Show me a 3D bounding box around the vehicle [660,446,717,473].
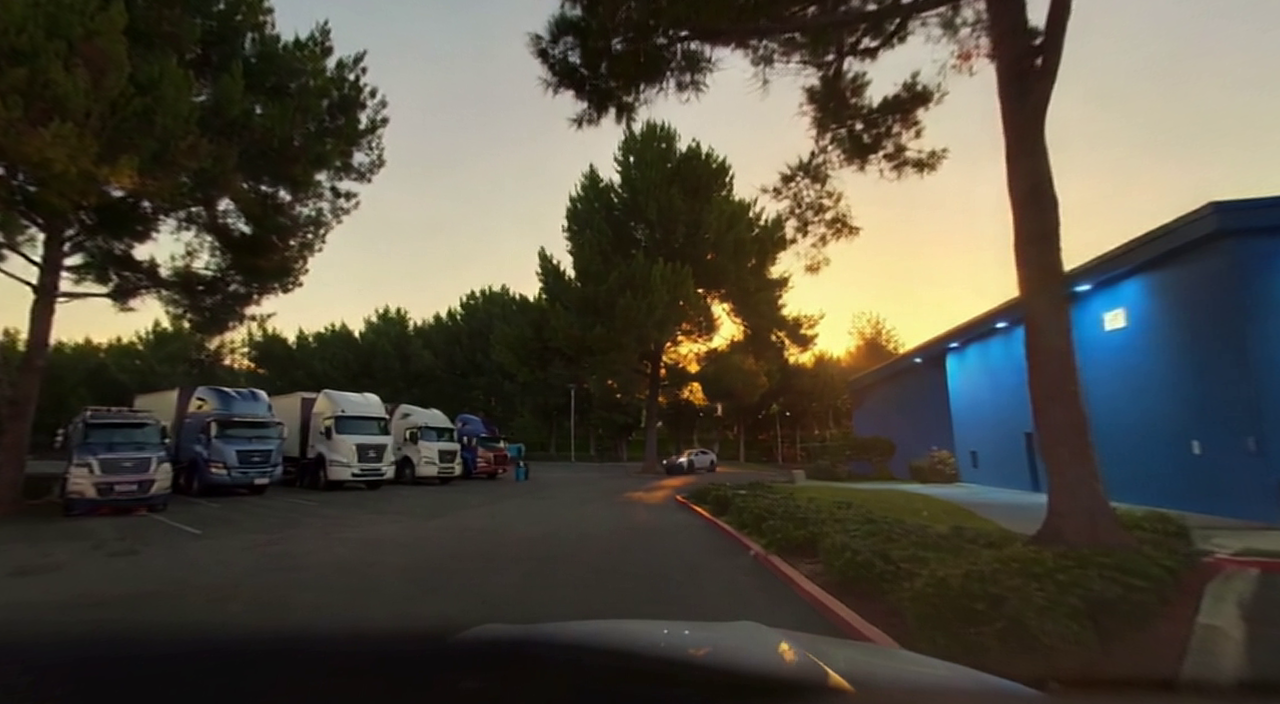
[{"bbox_3d":[2.988,6.503,38.248,1.809,1.506,3.473,-7,-11,37],"label":"vehicle"}]

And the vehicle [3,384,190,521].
[{"bbox_3d":[-15.395,2.783,17.606,7.819,3.007,2.674,-8,-12,41],"label":"vehicle"}]

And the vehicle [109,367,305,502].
[{"bbox_3d":[-16.235,3.124,23.064,11.512,3.871,3.038,-8,-12,42],"label":"vehicle"}]

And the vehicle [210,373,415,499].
[{"bbox_3d":[-13.628,3.487,25.443,11.906,4.069,2.948,-8,-12,41],"label":"vehicle"}]
